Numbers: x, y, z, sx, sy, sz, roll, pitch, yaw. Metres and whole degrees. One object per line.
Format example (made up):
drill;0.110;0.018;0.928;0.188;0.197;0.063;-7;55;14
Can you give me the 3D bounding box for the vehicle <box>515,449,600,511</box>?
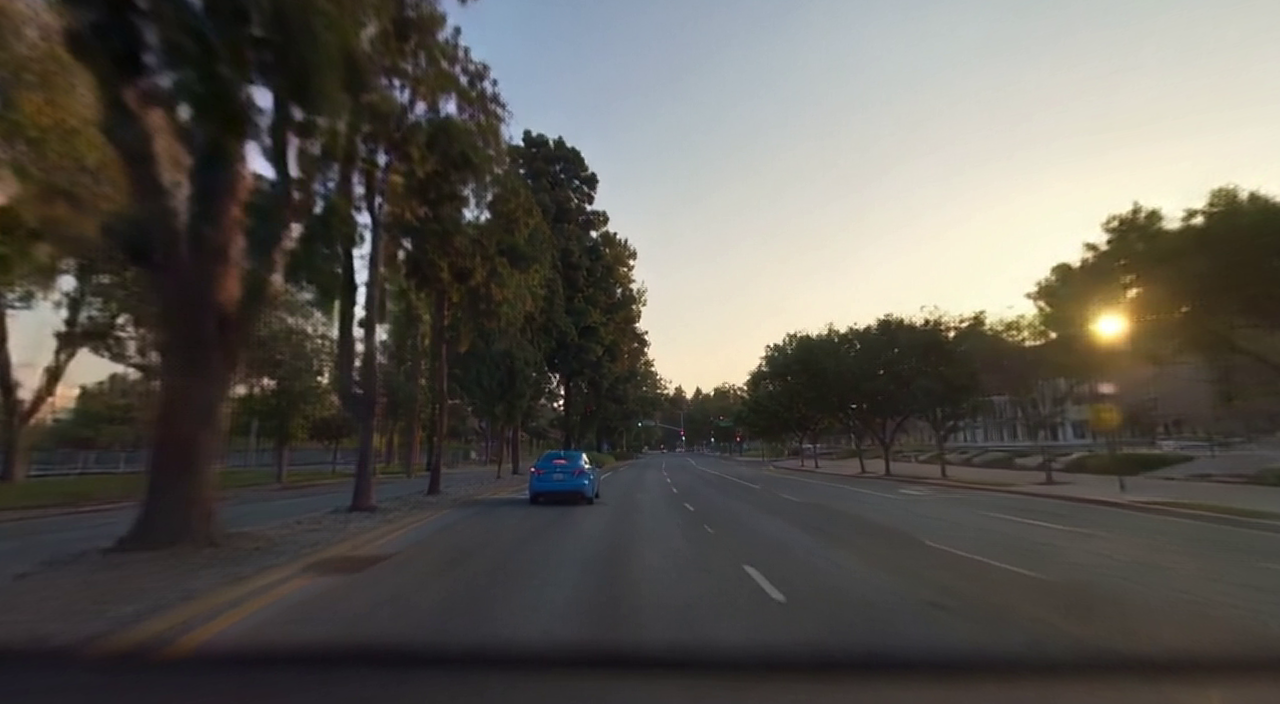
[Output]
vehicle;-2.189;3.513;17.969;2.042;1.479;4.601;0;-9;-3
